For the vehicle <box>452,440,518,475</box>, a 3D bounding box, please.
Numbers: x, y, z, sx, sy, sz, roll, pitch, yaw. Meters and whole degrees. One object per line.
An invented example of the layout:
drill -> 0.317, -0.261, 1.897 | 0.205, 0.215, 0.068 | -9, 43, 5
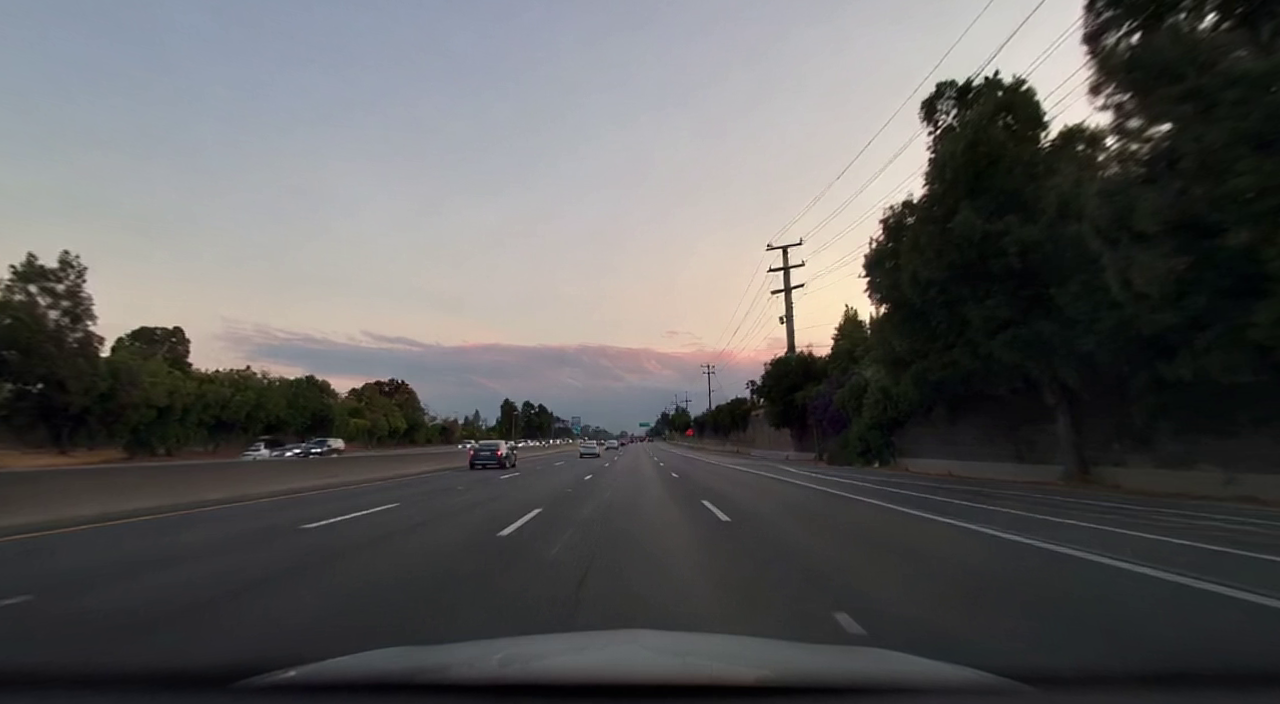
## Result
vehicle -> -7.445, 5.134, 30.700 | 2.034, 1.563, 4.476 | 0, -9, 1

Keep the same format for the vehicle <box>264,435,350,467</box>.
vehicle -> -21.635, 6.495, 41.251 | 2.357, 1.929, 5.744 | 0, -9, 1
